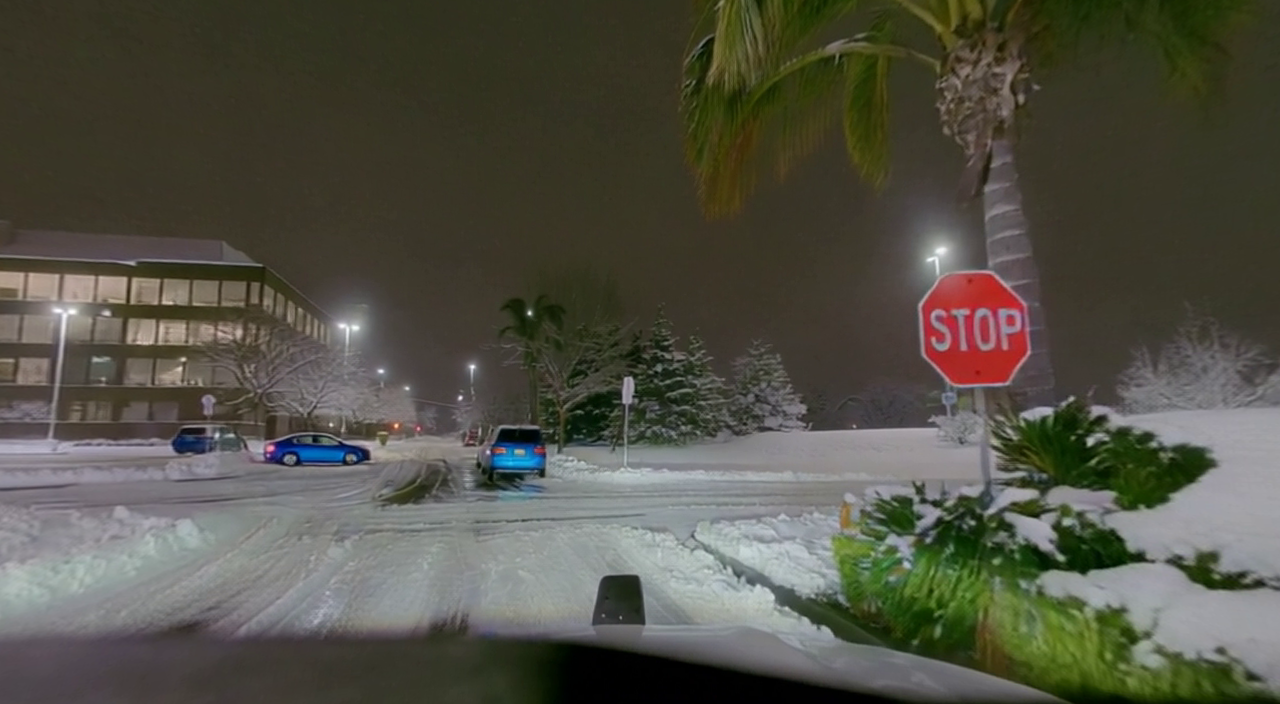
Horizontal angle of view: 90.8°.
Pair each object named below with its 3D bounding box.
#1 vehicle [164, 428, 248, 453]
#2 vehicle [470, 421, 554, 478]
[{"bbox_3d":[-29.133,5.967,42.558,4.457,1.552,1.748,5,-10,-33],"label":"vehicle"},{"bbox_3d":[-4.439,3.272,21.319,2.071,1.700,4.367,3,-9,-20],"label":"vehicle"}]
